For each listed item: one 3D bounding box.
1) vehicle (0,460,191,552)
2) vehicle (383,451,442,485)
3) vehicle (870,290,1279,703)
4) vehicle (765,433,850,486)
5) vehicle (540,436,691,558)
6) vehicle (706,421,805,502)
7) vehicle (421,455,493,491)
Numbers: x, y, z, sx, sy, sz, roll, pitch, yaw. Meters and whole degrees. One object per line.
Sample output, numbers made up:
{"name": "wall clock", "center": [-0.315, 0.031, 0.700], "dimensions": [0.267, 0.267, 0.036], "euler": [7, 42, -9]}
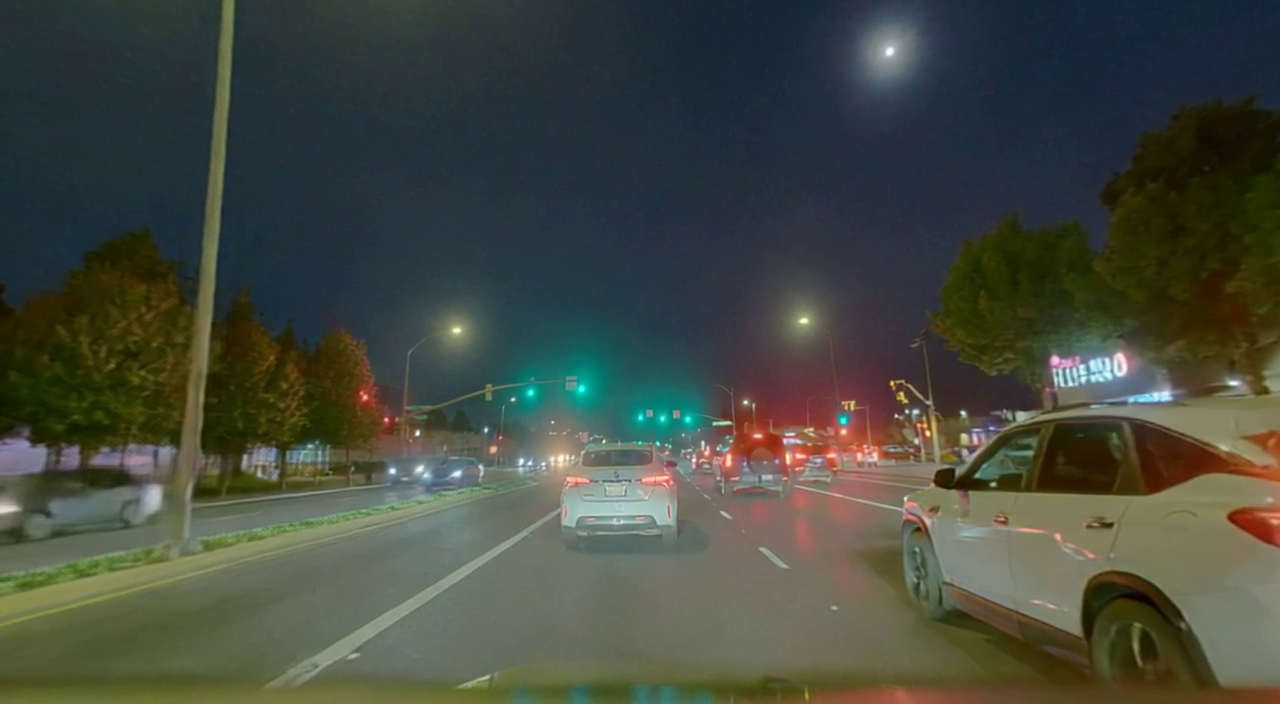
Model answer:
{"name": "vehicle", "center": [-12.709, 3.273, 14.026], "dimensions": [1.926, 1.598, 4.509], "euler": [0, -9, 1]}
{"name": "vehicle", "center": [-15.465, 7.888, 42.955], "dimensions": [2.040, 2.152, 4.854], "euler": [0, -9, 2]}
{"name": "vehicle", "center": [3.306, 1.052, 4.078], "dimensions": [1.982, 1.960, 4.427], "euler": [0, -9, 1]}
{"name": "vehicle", "center": [7.709, 5.014, 29.620], "dimensions": [2.627, 2.252, 5.236], "euler": [0, -9, 1]}
{"name": "vehicle", "center": [-0.301, 2.343, 10.870], "dimensions": [2.111, 1.676, 4.018], "euler": [0, -9, 1]}
{"name": "vehicle", "center": [3.900, 3.847, 22.493], "dimensions": [2.516, 2.481, 5.766], "euler": [0, -9, 1]}
{"name": "vehicle", "center": [-8.678, 5.759, 30.199], "dimensions": [2.050, 1.498, 4.238], "euler": [0, -9, 2]}
